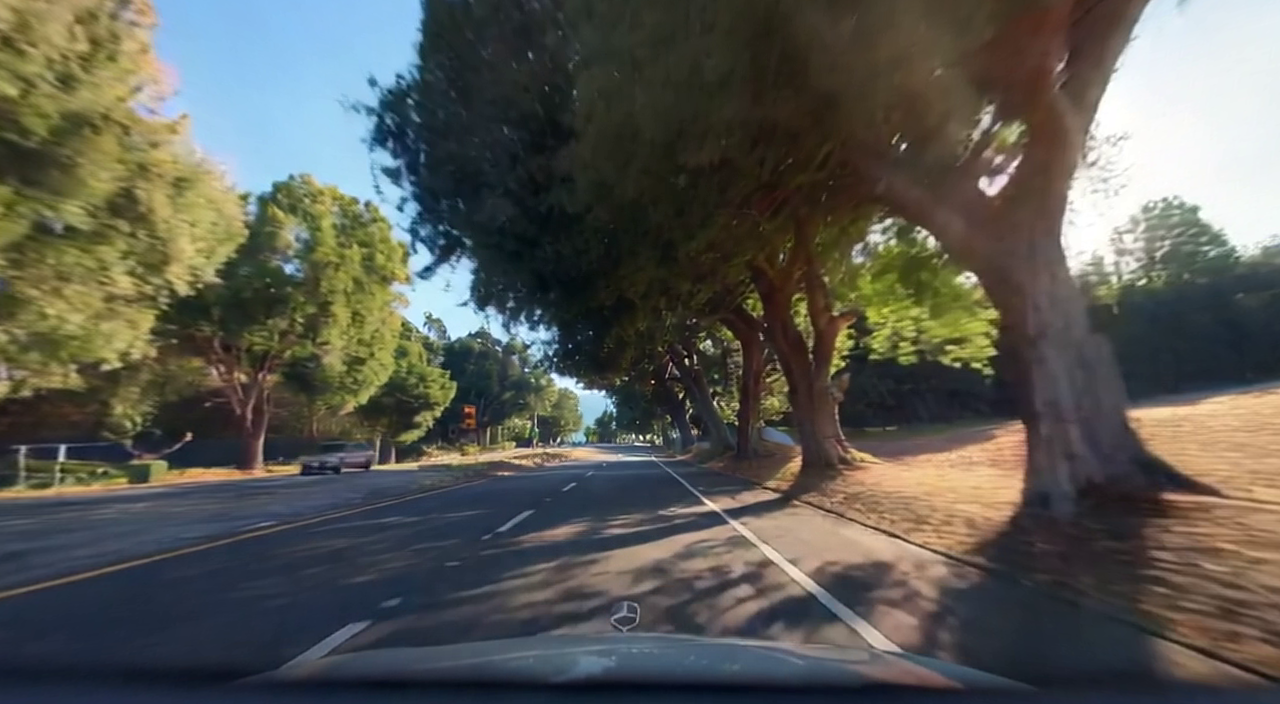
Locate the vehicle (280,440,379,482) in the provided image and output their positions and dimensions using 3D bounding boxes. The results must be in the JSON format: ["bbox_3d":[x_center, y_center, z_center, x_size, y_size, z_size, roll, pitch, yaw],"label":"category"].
[{"bbox_3d":[-13.629,4.785,28.098,2.030,1.688,4.527,0,-8,0],"label":"vehicle"}]
